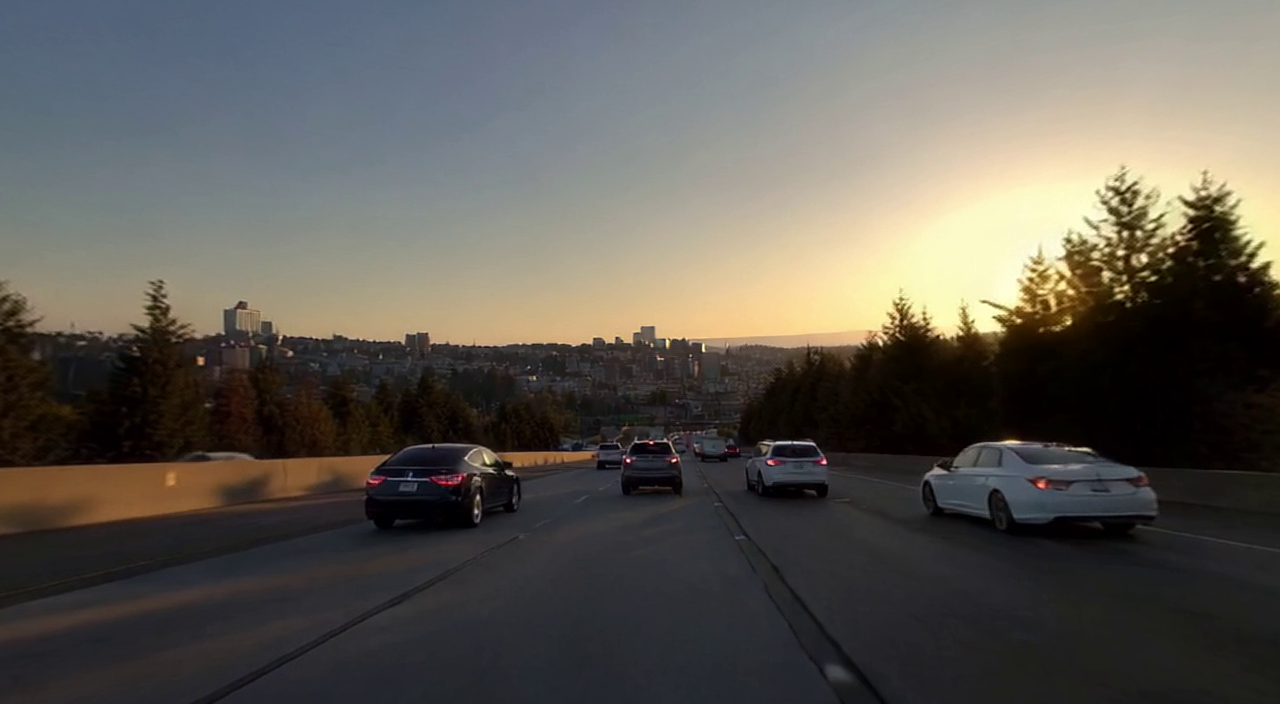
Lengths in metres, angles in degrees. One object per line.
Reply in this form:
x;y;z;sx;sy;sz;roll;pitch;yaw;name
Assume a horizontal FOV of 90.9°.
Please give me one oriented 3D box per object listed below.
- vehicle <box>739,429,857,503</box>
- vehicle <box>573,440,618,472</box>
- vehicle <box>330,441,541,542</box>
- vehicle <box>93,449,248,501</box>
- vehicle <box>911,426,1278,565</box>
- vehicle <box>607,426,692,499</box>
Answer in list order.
4.036;2.987;17.004;2.156;1.701;4.494;-1;-8;2;vehicle
-2.453;5.824;35.578;1.951;1.694;4.188;-1;-8;4;vehicle
-3.393;2.404;11.749;1.965;1.443;4.968;-1;-8;4;vehicle
-16.969;4.431;23.192;1.912;1.640;4.675;-1;-8;3;vehicle
5.835;1.871;9.022;2.053;1.473;4.383;-1;-8;2;vehicle
0.362;3.151;18.364;2.153;1.805;4.631;-1;-8;3;vehicle
